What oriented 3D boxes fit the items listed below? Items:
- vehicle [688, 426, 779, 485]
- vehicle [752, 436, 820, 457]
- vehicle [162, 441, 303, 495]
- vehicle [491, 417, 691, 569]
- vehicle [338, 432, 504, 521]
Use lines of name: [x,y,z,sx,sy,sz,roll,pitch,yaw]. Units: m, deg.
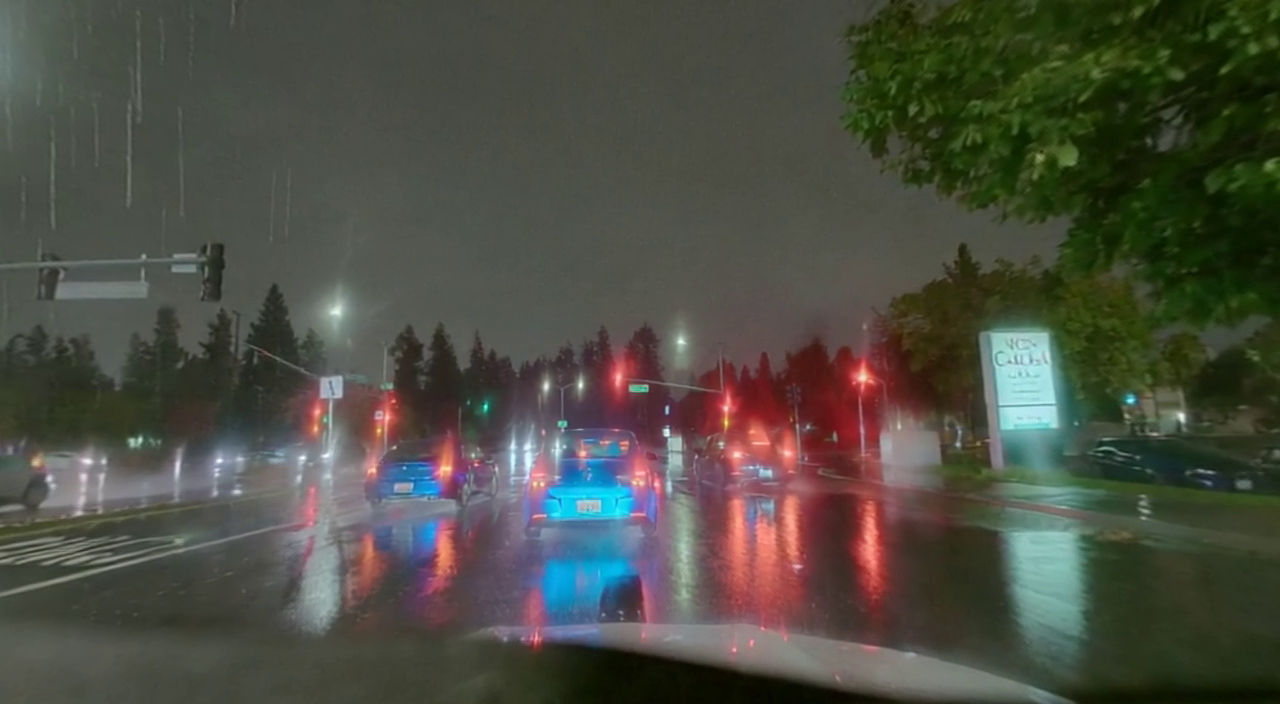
vehicle: [2.881,3.317,20.457,2.028,1.678,4.220,0,-8,-4]
vehicle: [10.574,6.884,45.938,4.428,1.478,1.772,0,-9,-3]
vehicle: [-13.304,3.774,20.980,1.954,1.583,4.175,0,-8,-2]
vehicle: [-0.628,1.762,8.657,2.045,1.533,4.183,0,-8,-4]
vehicle: [-4.020,2.334,12.349,1.998,1.452,3.773,0,-8,-2]
